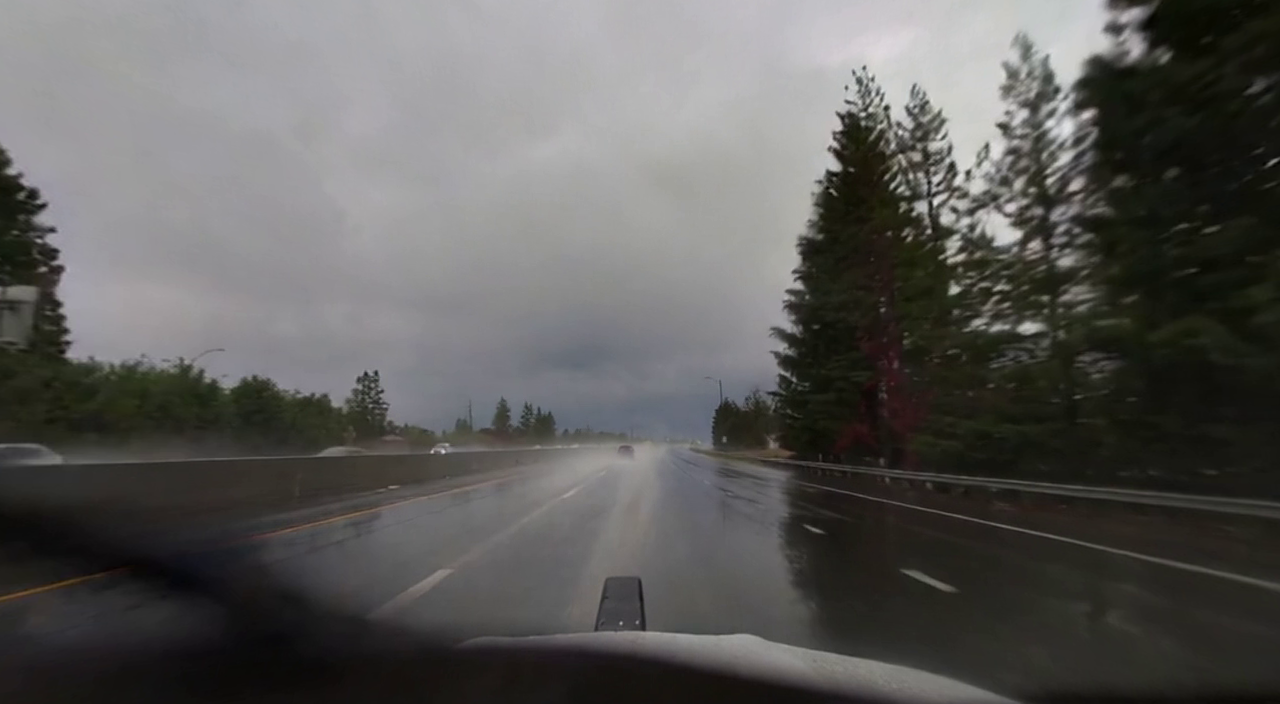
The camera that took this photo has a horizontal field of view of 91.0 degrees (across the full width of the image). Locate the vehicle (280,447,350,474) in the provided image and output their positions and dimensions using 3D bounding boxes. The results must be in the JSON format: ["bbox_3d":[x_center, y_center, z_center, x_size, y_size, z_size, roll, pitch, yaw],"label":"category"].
[{"bbox_3d":[-19.379,6.446,37.709,1.859,1.505,4.142,0,-9,2],"label":"vehicle"}]
